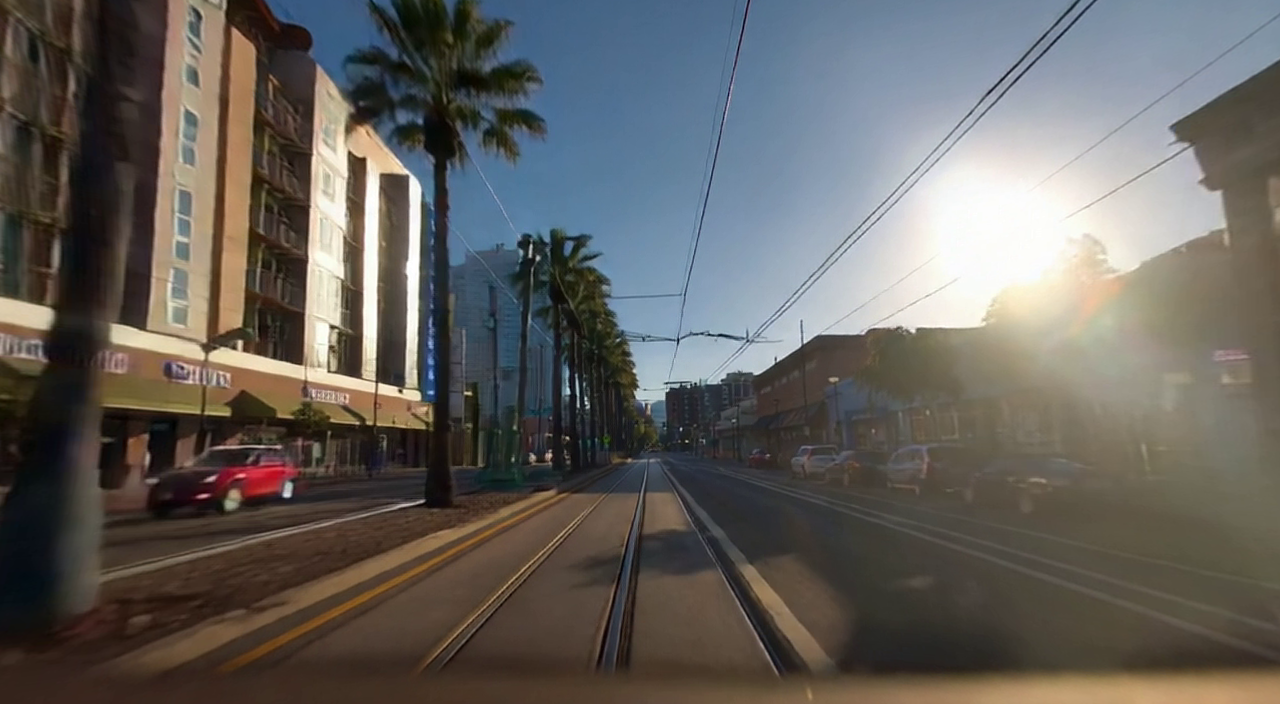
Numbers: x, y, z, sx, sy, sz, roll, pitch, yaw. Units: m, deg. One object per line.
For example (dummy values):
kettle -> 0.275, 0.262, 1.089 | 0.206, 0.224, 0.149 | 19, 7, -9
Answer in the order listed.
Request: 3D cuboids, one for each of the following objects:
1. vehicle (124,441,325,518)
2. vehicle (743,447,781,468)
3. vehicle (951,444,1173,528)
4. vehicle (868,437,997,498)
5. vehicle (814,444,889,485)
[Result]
vehicle -> -10.630, 3.245, 16.707 | 2.042, 1.716, 4.634 | -1, -8, 2
vehicle -> 9.114, 7.868, 47.317 | 1.822, 1.494, 4.385 | 0, -8, -2
vehicle -> 8.637, 2.727, 13.493 | 1.733, 1.468, 4.326 | 0, -8, 0
vehicle -> 8.722, 3.450, 19.317 | 1.867, 1.627, 4.357 | 0, -8, 0
vehicle -> 8.492, 4.523, 25.661 | 1.715, 1.500, 3.910 | 0, -8, 1
